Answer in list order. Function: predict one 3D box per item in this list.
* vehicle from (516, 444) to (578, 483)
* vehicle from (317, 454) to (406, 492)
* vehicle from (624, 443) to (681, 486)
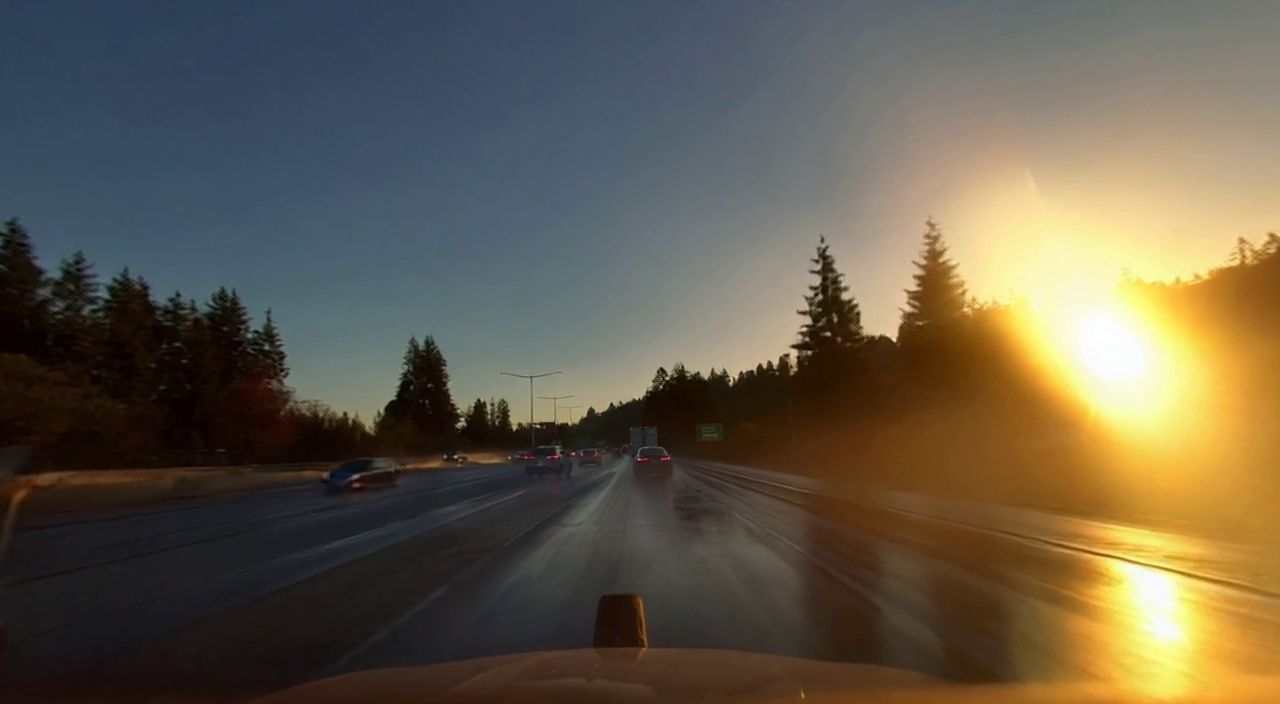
[{"bbox_3d":[-3.875,4.762,26.983,1.940,1.502,4.463,-1,-9,1],"label":"vehicle"},{"bbox_3d":[-12.483,5.443,28.467,1.954,1.514,4.517,-1,-9,0],"label":"vehicle"},{"bbox_3d":[0.416,4.366,24.616,2.015,1.526,4.286,0,-9,-1],"label":"vehicle"}]
